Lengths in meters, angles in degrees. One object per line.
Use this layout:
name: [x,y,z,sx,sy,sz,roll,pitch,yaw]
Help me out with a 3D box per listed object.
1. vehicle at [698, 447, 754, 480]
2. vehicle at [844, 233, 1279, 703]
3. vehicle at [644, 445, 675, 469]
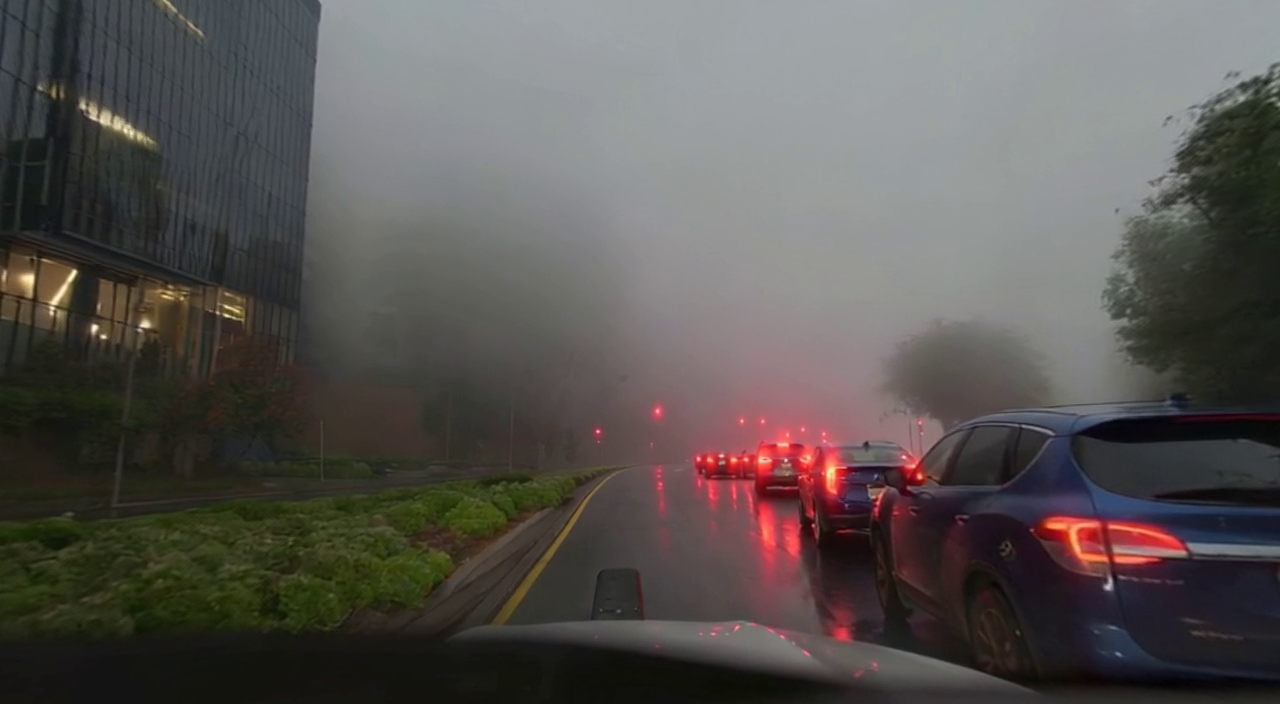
vehicle: [4.257,5.597,31.813,2.183,1.553,3.923,0,-9,-2]
vehicle: [2.475,0.968,3.157,2.092,1.703,4.870,-2,-9,11]
vehicle: [1.549,8.146,49.152,2.121,1.728,4.161,-1,-9,5]
